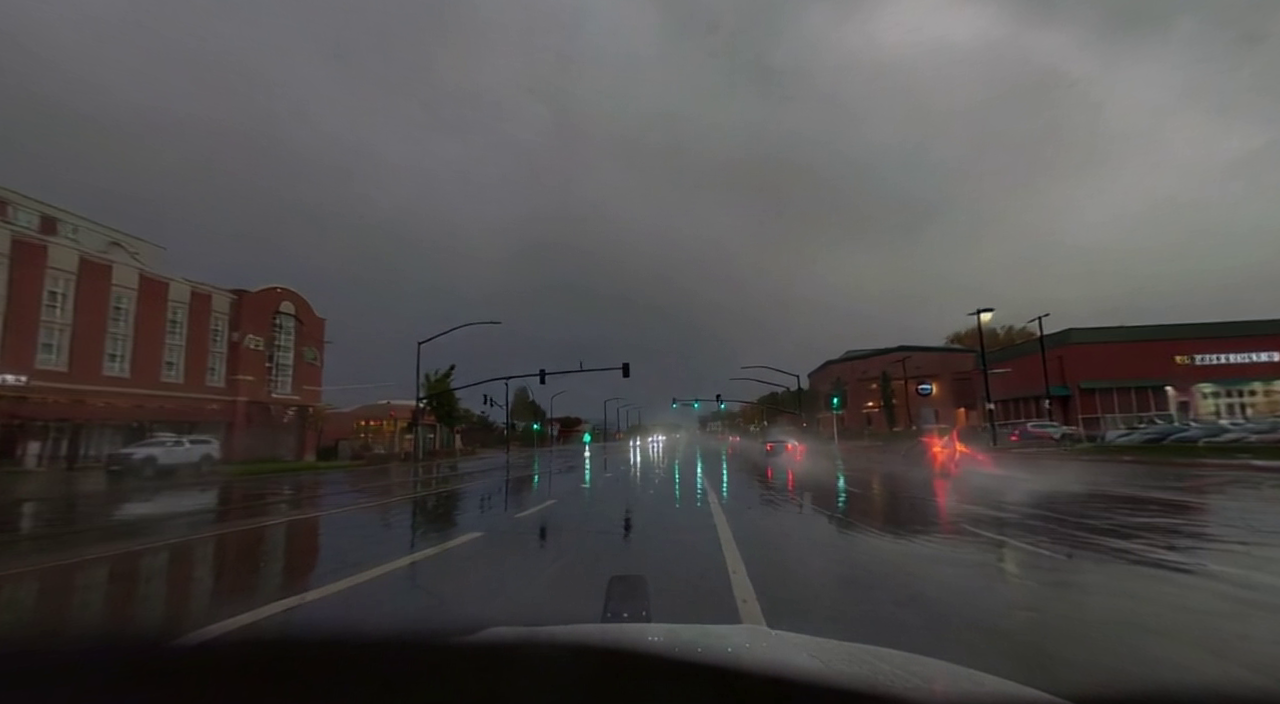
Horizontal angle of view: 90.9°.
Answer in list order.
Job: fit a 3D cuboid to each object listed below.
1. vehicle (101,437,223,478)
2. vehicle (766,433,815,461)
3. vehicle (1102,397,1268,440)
[{"bbox_3d":[-27.756,6.113,36.939,2.298,2.186,5.973,0,-8,2],"label":"vehicle"},{"bbox_3d":[8.677,5.517,36.729,2.038,1.528,4.259,-1,-8,4],"label":"vehicle"},{"bbox_3d":[30.391,3.763,35.375,6.608,2.249,2.726,-1,-8,3],"label":"vehicle"}]
